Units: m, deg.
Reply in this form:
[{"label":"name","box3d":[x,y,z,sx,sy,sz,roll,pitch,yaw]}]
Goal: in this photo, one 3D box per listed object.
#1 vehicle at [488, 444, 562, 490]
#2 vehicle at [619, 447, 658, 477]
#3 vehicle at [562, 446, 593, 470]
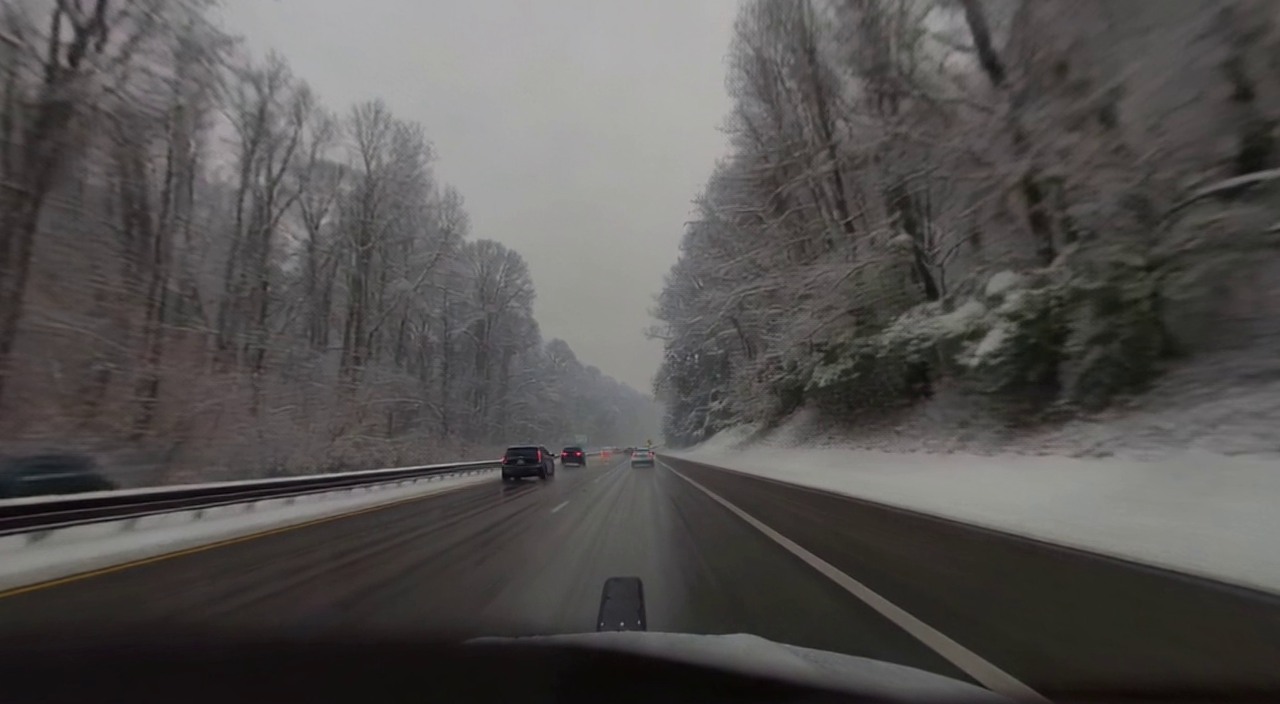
[{"label":"vehicle","box3d":[-4.127,4.201,23.311,1.978,1.538,3.755,0,-9,1]},{"label":"vehicle","box3d":[-0.081,5.948,34.282,2.001,1.490,3.914,0,-9,0]},{"label":"vehicle","box3d":[-4.505,7.689,45.690,1.834,1.615,3.624,0,-9,0]}]
